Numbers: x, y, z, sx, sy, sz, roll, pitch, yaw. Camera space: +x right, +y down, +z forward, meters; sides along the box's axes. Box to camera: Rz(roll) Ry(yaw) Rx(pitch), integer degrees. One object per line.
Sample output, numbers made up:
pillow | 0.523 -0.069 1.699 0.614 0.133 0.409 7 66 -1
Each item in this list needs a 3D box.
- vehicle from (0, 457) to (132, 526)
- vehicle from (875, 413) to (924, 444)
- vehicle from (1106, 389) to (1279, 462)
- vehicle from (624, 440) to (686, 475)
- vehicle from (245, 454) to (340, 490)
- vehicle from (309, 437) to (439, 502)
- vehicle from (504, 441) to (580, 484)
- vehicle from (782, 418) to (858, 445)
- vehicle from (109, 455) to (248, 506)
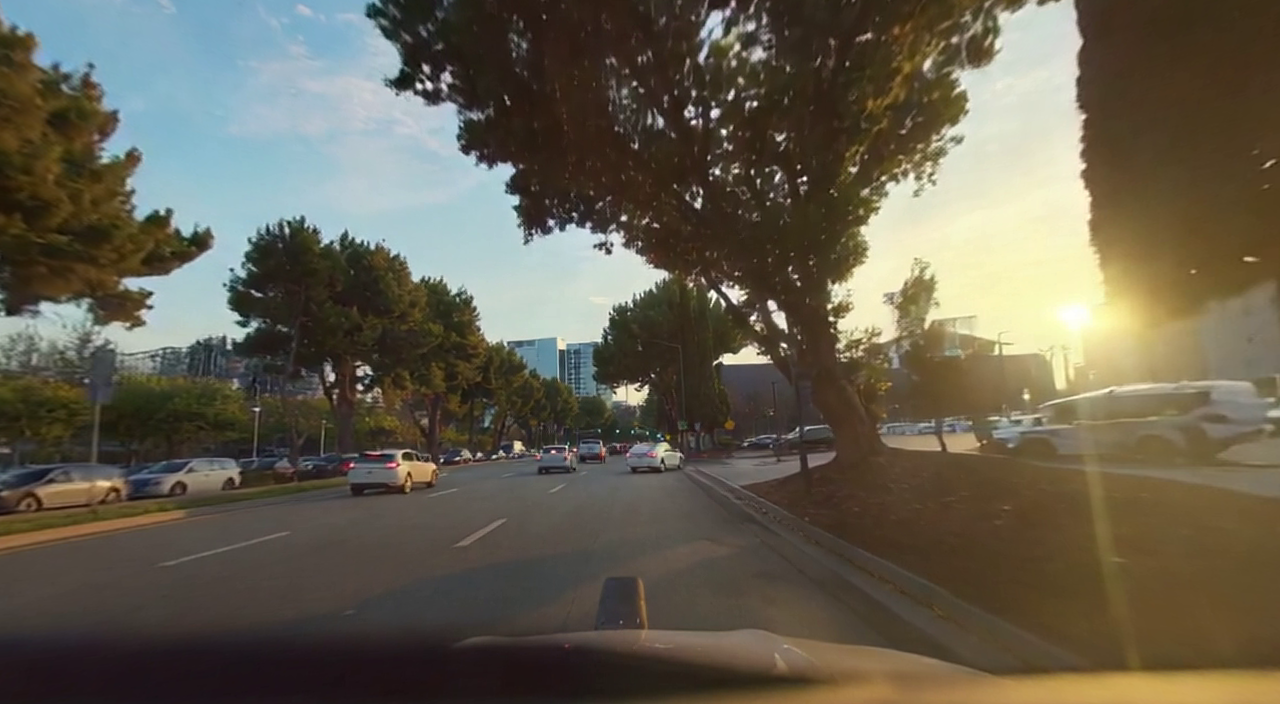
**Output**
vehicle | -17.082 3.827 17.753 1.874 1.626 4.447 0 -8 -1
vehicle | 18.601 5.613 45.578 2.569 2.081 6.193 -3 -9 16
vehicle | 13.555 1.628 13.794 4.959 1.455 2.203 0 -8 1
vehicle | 0.802 4.969 30.143 2.208 1.513 4.504 -2 -9 11
vehicle | -16.895 5.829 31.024 1.923 1.543 4.687 0 -8 1
vehicle | -7.931 3.515 19.380 2.054 1.744 4.422 0 -8 0
vehicle | -3.680 4.225 24.547 2.235 1.500 4.420 0 -8 0
vehicle | 13.819 6.147 48.846 5.161 1.993 2.293 0 -8 1
vehicle | -16.913 4.682 23.482 1.858 1.612 4.398 0 -8 -1
